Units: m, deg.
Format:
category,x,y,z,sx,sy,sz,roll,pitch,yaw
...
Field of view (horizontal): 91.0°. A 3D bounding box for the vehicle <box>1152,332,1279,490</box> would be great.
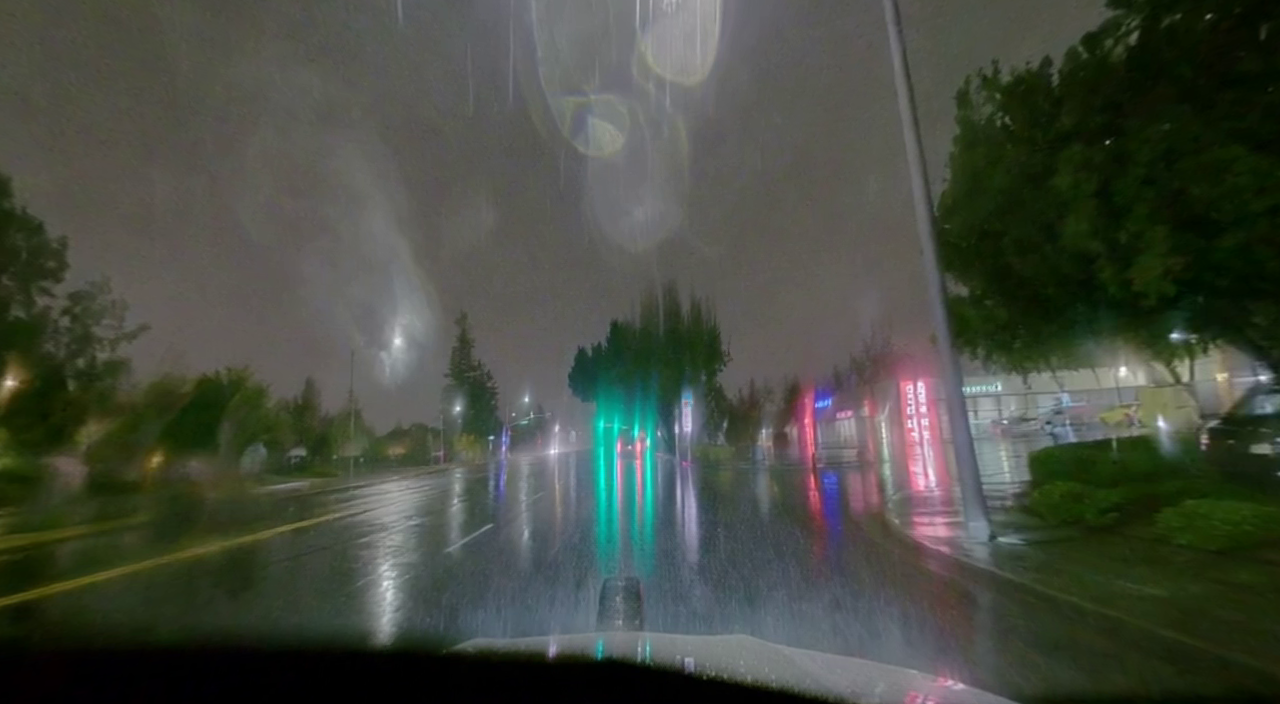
category,x,y,z,sx,sy,sz,roll,pitch,yaw
vehicle,10.577,0.867,8.696,5.683,1.930,2.232,2,-9,-13
